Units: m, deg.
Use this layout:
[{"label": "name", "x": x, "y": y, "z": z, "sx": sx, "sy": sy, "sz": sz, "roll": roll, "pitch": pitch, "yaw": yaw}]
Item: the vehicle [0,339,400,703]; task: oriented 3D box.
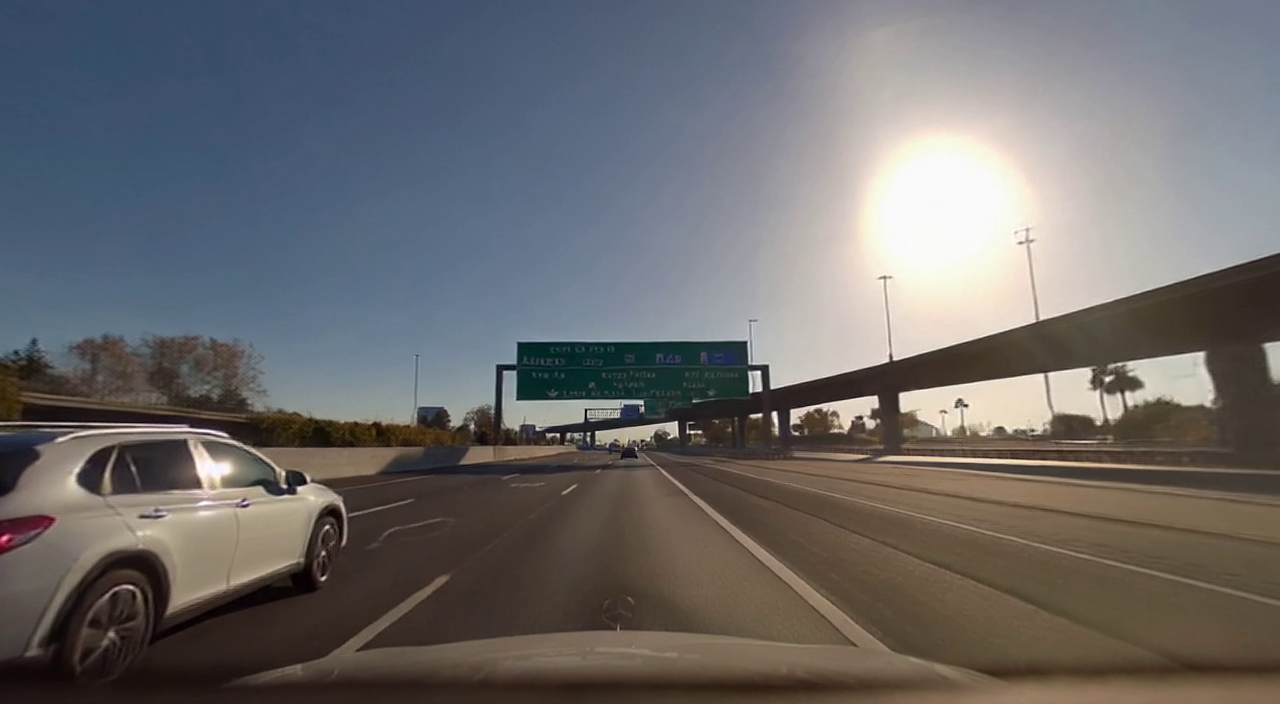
[{"label": "vehicle", "x": -3.478, "y": 1.071, "z": 4.068, "sx": 2.178, "sy": 1.699, "sz": 4.321, "roll": 0, "pitch": -8, "yaw": -1}]
